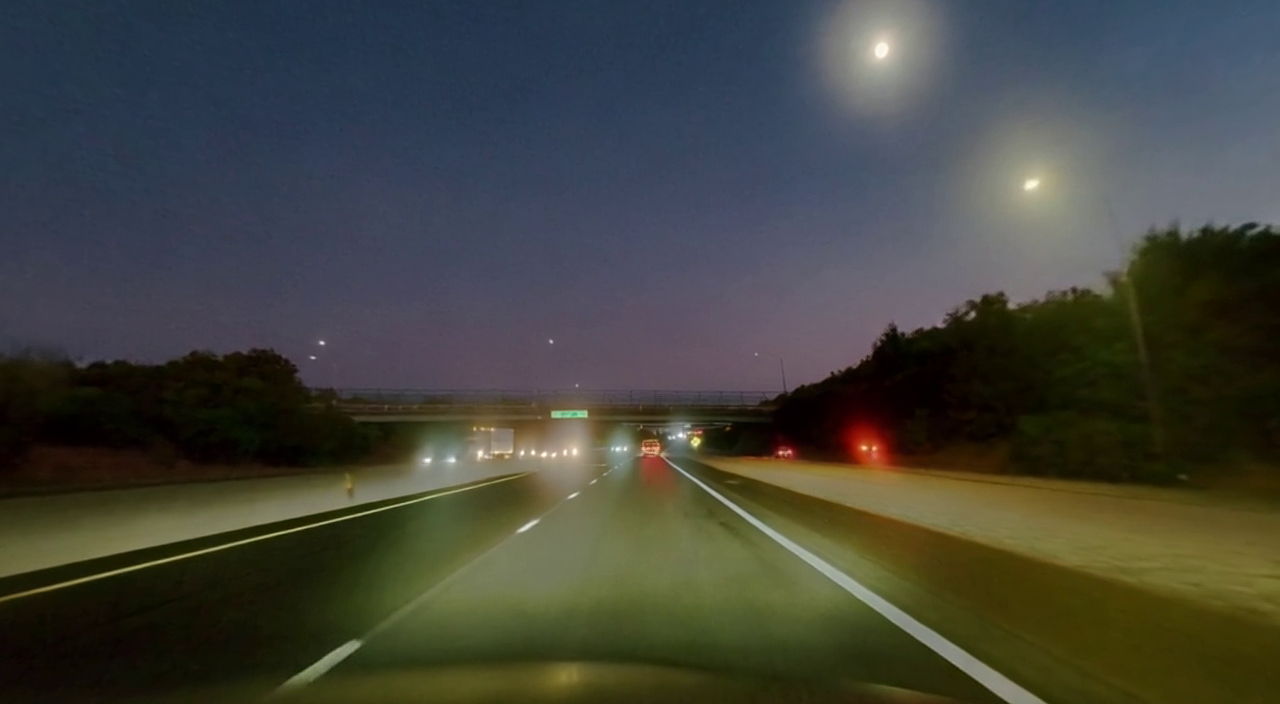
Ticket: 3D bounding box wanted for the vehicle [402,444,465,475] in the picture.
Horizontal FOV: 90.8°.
[{"bbox_3d":[-12.744,6.657,39.263,2.138,1.761,5.196,0,-9,0],"label":"vehicle"}]
